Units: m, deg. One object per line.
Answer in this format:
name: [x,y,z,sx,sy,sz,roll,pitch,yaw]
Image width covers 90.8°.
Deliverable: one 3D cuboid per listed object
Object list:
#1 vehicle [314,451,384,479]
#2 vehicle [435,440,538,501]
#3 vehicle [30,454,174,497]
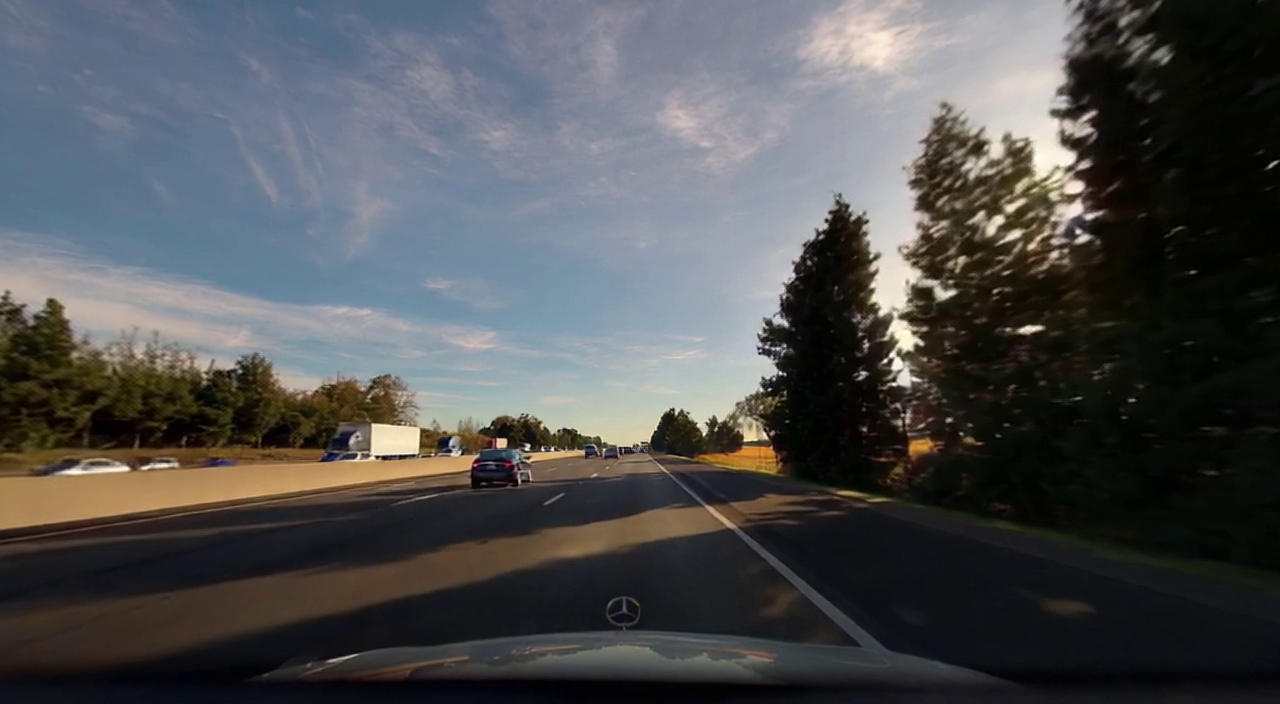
vehicle: [-15.734,6.111,34.346,1.828,1.403,4.196,0,-9,0]
vehicle: [-4.271,3.355,18.277,1.954,1.541,4.079,0,-9,0]
vehicle: [-20.001,4.561,23.737,1.808,1.429,4.079,0,-9,0]
